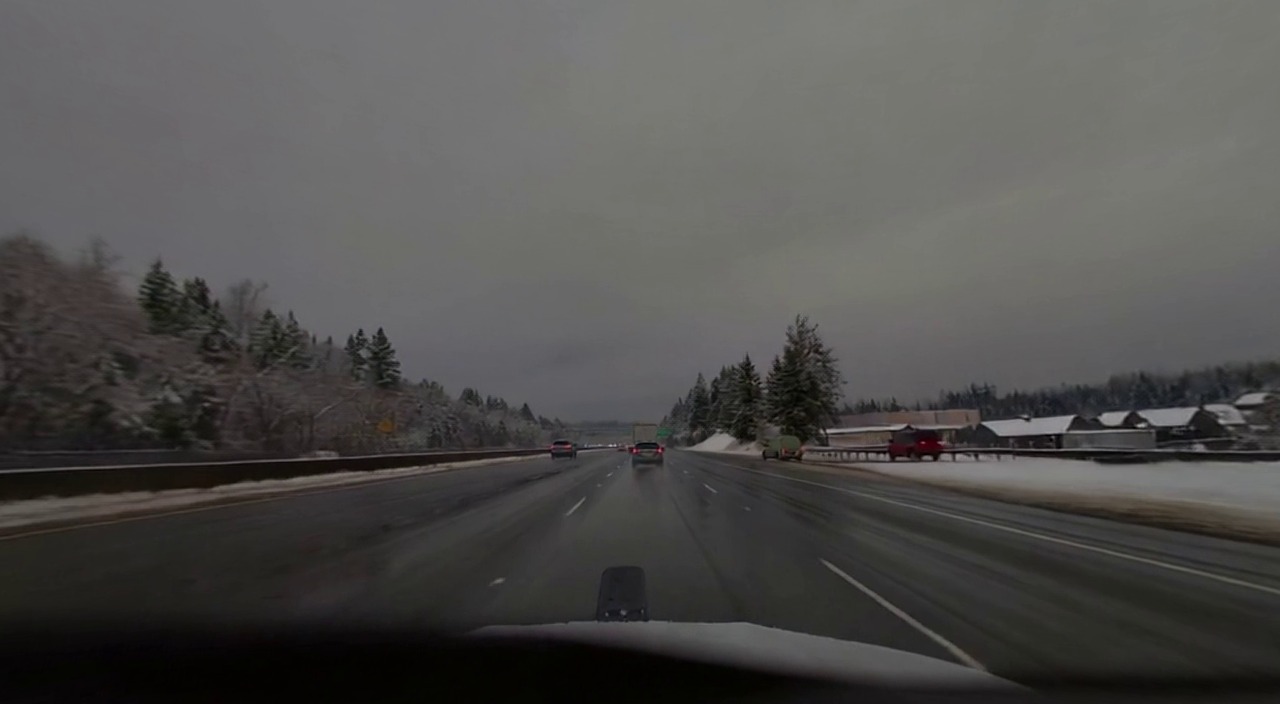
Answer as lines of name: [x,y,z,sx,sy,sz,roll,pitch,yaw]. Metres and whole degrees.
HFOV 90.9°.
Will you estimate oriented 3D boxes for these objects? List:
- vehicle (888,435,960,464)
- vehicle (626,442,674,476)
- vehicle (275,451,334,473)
vehicle: [20.602,7.082,46.061,2.304,1.951,5.719,0,-8,-4]
vehicle: [0.401,5.020,29.853,2.112,1.482,4.082,0,-8,-1]
vehicle: [-25.007,8.187,47.198,1.828,1.466,4.519,0,-8,1]
